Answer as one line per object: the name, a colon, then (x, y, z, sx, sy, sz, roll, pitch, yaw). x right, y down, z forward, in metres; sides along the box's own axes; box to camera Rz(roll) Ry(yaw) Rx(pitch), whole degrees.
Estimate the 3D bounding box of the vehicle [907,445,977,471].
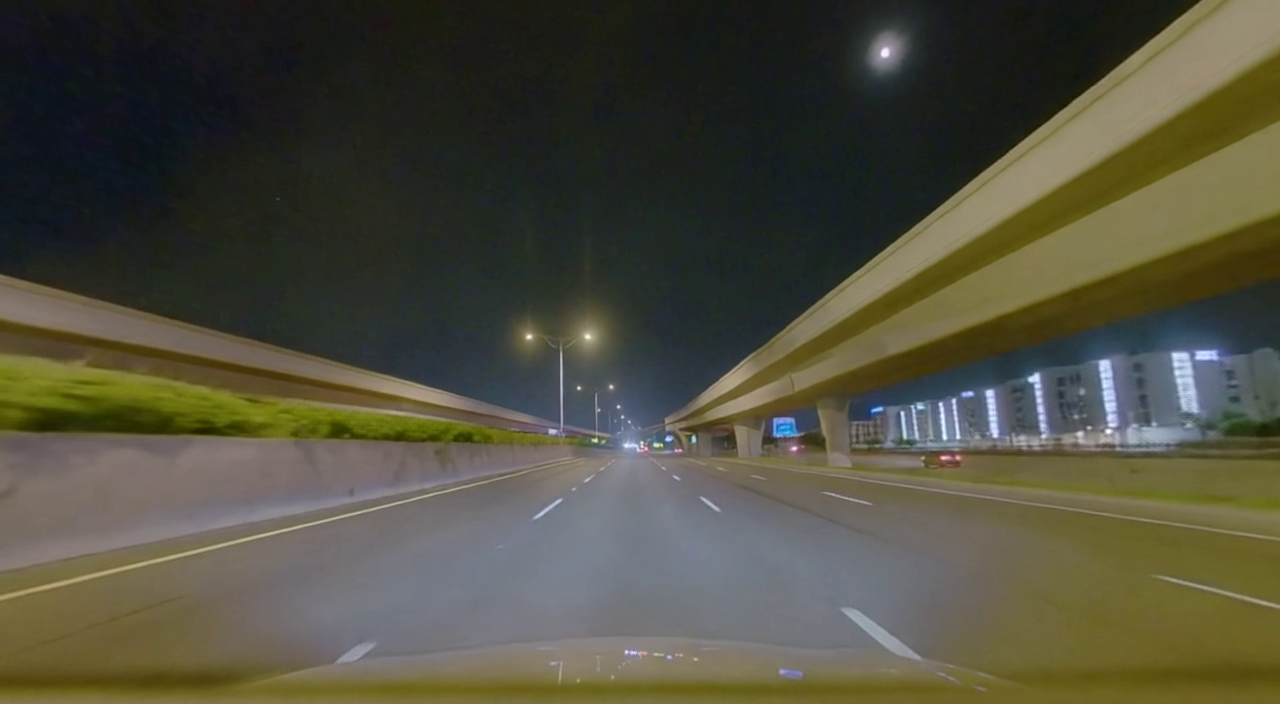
vehicle: (18.569, 6.525, 39.134, 2.059, 1.457, 4.537, 0, -8, 0)
